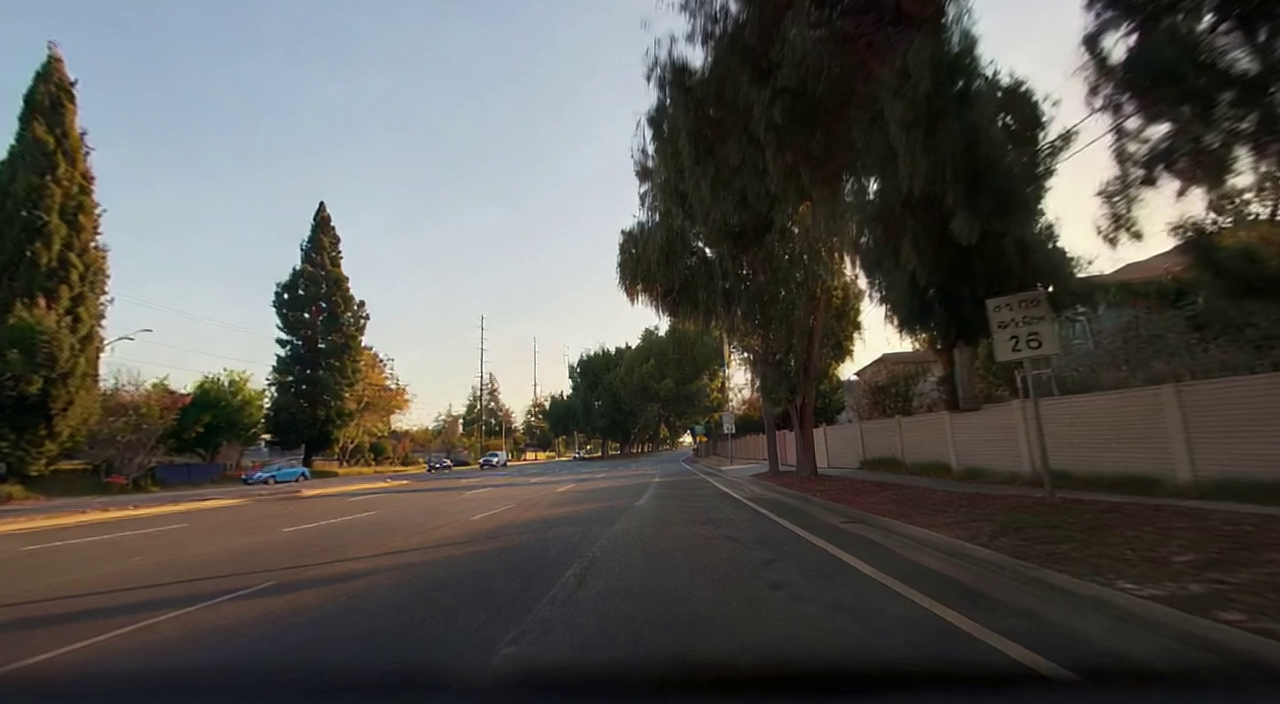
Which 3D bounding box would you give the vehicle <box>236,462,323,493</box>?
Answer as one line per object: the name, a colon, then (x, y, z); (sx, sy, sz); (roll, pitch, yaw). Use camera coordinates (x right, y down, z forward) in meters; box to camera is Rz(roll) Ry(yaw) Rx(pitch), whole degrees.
vehicle: (-19.950, 6.922, 35.169); (1.806, 1.438, 4.461); (-1, -8, 7)
